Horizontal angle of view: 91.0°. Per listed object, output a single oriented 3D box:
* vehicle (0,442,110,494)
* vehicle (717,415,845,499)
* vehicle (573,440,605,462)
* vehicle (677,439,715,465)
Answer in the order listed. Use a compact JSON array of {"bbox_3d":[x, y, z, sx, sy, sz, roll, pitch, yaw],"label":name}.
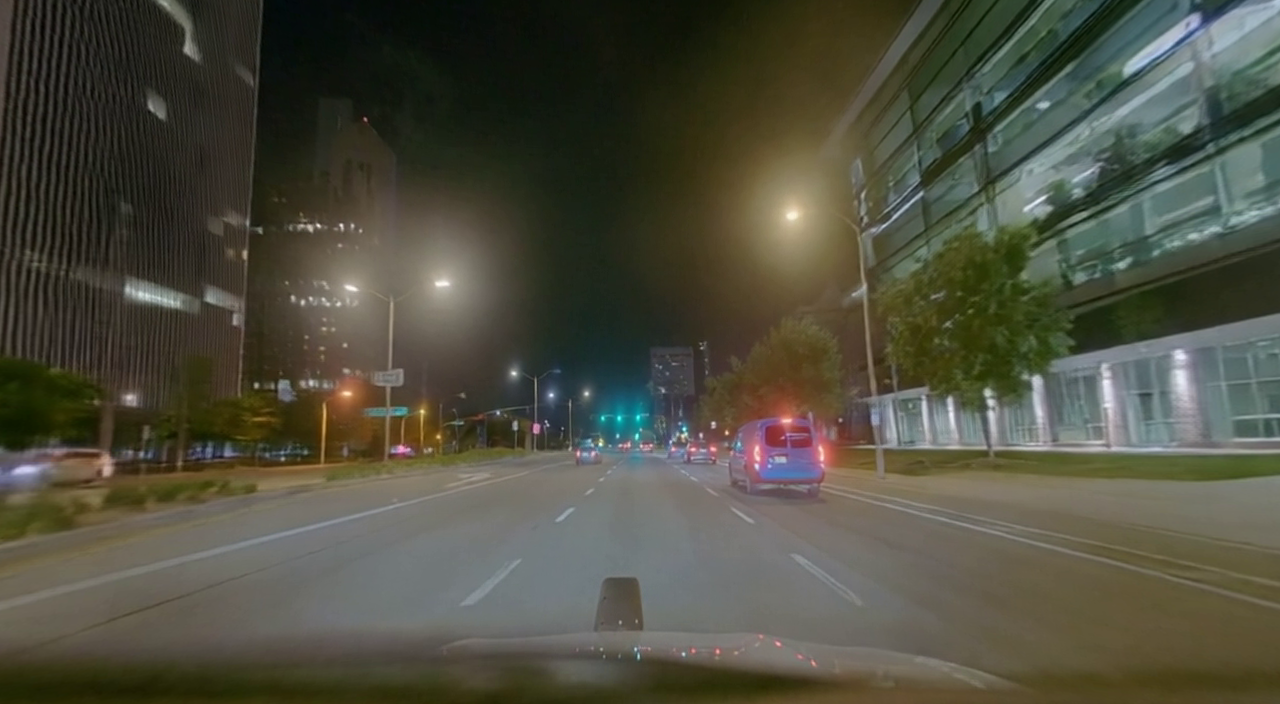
[{"bbox_3d":[-19.889,3.678,20.207,1.836,1.512,4.493,0,-8,0],"label":"vehicle"},{"bbox_3d":[3.571,2.797,17.106,2.200,1.914,5.145,0,-8,-1],"label":"vehicle"},{"bbox_3d":[-3.486,6.862,43.811,1.864,1.464,4.195,0,-8,1],"label":"vehicle"},{"bbox_3d":[3.396,6.217,39.165,1.867,1.493,4.190,0,-8,-1],"label":"vehicle"}]
